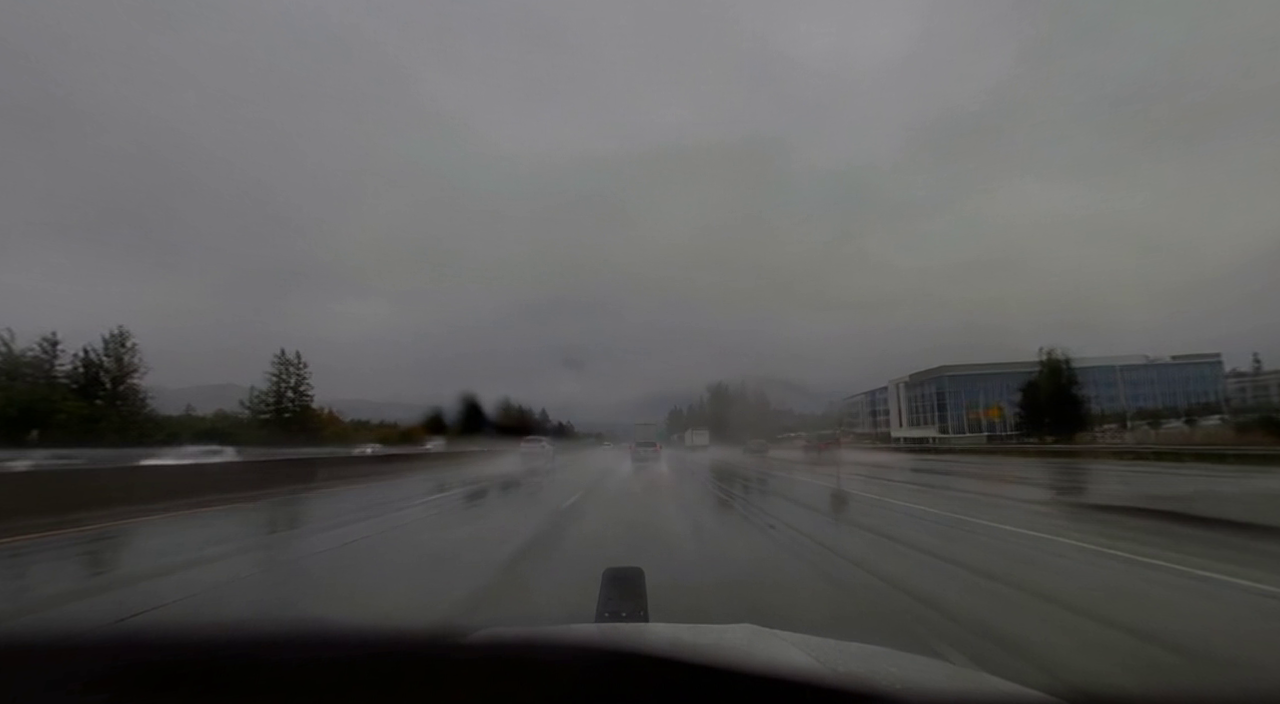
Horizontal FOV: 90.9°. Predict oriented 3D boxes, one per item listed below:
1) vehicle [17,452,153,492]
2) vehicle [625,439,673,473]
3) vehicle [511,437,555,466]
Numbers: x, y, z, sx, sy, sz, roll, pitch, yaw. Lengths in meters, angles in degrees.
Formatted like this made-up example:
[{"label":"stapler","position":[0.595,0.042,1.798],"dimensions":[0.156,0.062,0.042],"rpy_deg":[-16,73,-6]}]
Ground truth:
[{"label":"vehicle","position":[-23.277,5.025,26.722],"dimensions":[1.842,1.450,4.301],"rpy_deg":[0,-8,0]},{"label":"vehicle","position":[0.398,4.947,30.115],"dimensions":[2.112,1.482,4.082],"rpy_deg":[0,-8,0]},{"label":"vehicle","position":[-7.208,6.747,42.951],"dimensions":[2.093,1.789,4.399],"rpy_deg":[0,-8,1]}]
